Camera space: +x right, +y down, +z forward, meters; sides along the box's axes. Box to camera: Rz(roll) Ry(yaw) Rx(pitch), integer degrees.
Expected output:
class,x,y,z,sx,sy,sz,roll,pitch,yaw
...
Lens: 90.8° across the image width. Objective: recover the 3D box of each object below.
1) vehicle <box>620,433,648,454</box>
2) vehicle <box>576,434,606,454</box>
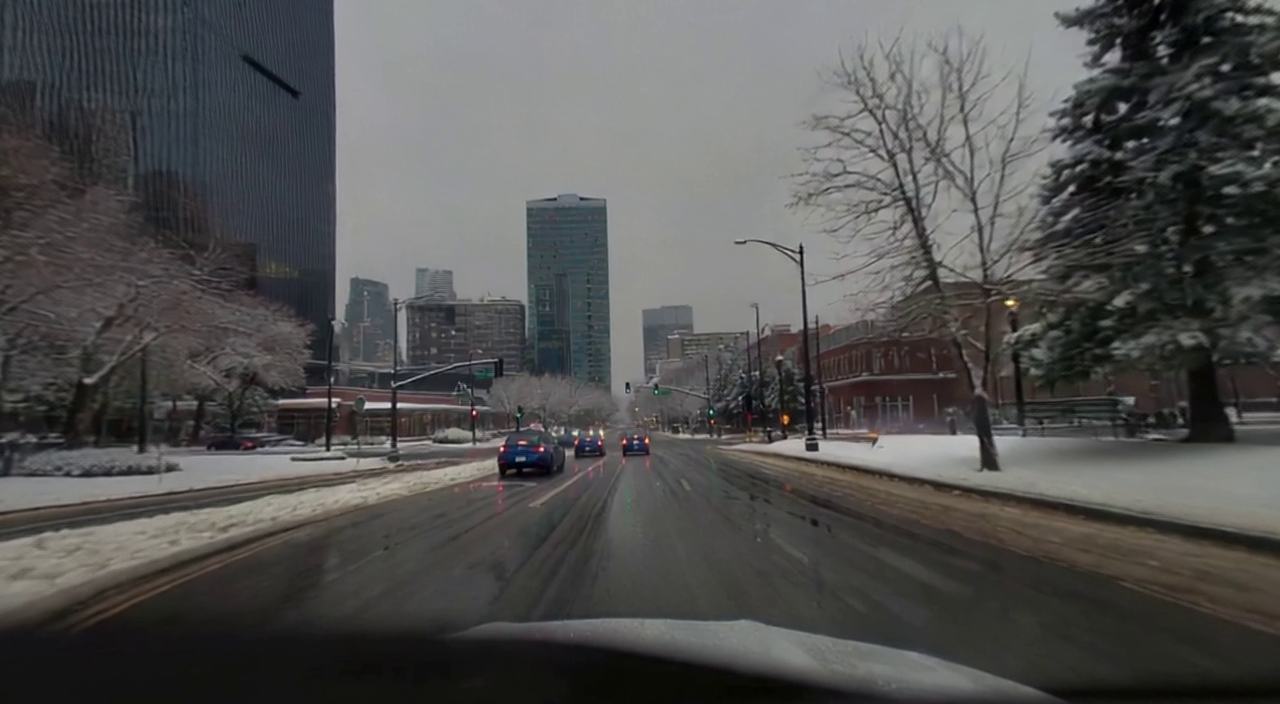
class,x,y,z,sx,sy,sz,roll,pitch,yaw
vehicle,-0.449,6.766,47.063,2.016,1.478,3.795,0,-7,0
vehicle,-3.672,6.966,48.107,1.995,1.479,4.627,0,-7,-1
